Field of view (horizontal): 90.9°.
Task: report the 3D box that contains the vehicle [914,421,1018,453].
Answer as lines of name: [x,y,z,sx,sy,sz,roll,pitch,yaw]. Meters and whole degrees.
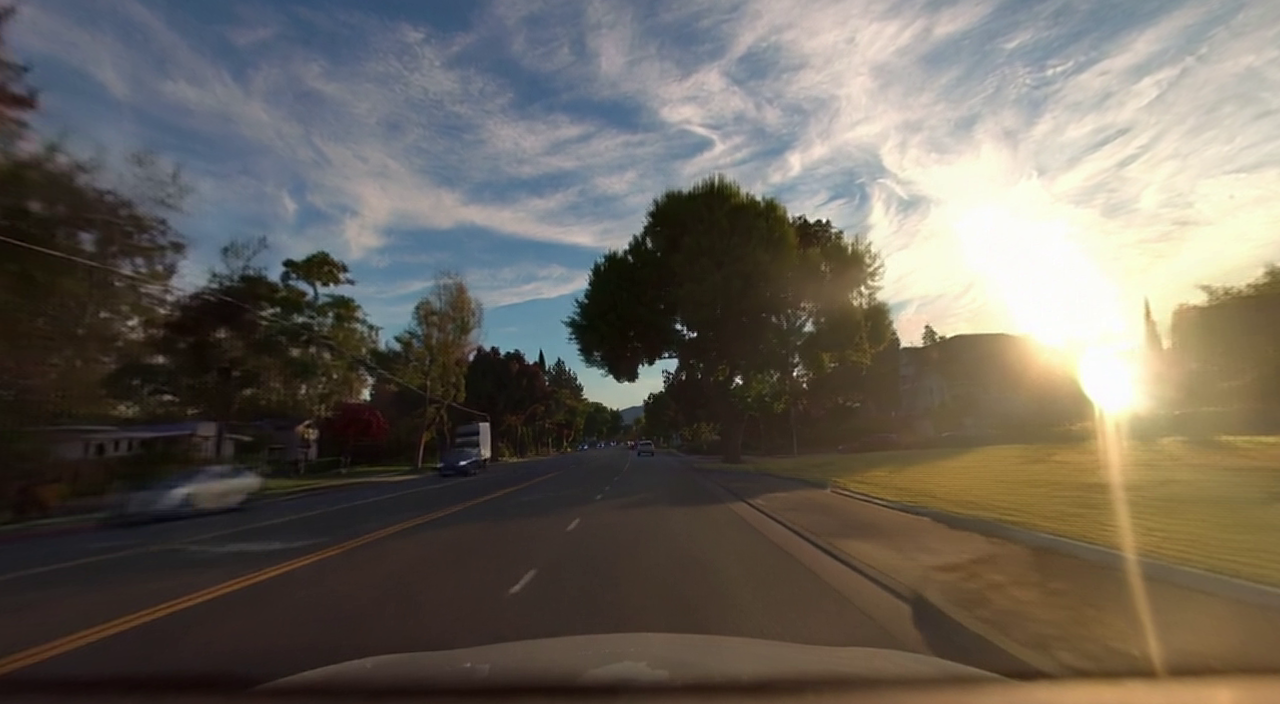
vehicle: [18.904,4.951,36.675,4.821,1.832,2.196,0,-8,-2]

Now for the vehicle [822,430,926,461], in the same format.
vehicle: [13.479,5.384,36.533,5.177,1.468,2.090,-3,-6,3]

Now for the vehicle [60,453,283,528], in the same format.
vehicle: [-11.290,3.315,15.734,2.026,1.519,4.534,0,-8,1]

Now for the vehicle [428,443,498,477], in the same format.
vehicle: [-8.518,5.235,30.837,1.961,1.518,4.846,0,-8,1]
